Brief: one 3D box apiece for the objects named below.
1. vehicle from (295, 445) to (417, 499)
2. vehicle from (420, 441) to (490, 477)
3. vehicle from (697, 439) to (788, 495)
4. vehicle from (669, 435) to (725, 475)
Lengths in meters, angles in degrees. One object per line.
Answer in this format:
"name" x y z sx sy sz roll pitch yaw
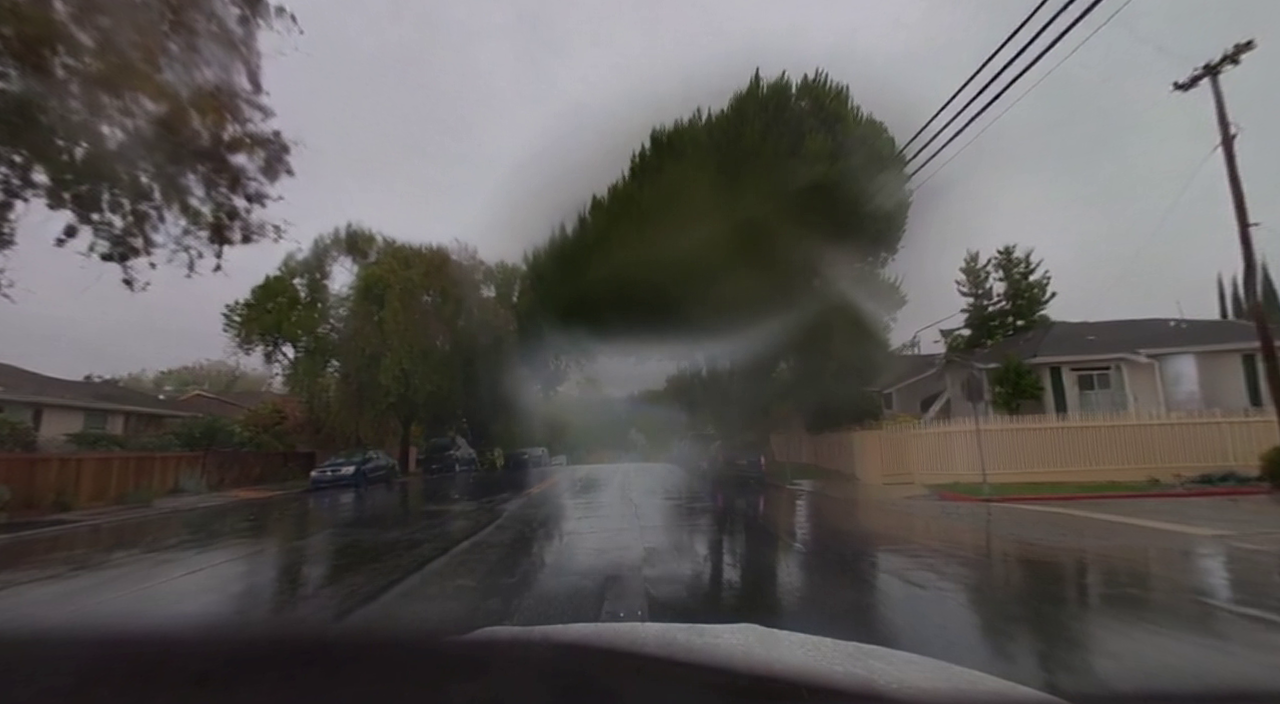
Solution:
"vehicle" -8.683 3.667 19.816 1.937 1.427 4.510 0 -8 -3
"vehicle" -9.007 5.220 31.134 2.027 1.584 4.476 -1 -8 1
"vehicle" 3.035 3.510 19.684 1.927 1.529 4.144 0 -8 -3
"vehicle" 2.858 5.319 32.953 2.225 1.911 5.322 0 -8 -2
